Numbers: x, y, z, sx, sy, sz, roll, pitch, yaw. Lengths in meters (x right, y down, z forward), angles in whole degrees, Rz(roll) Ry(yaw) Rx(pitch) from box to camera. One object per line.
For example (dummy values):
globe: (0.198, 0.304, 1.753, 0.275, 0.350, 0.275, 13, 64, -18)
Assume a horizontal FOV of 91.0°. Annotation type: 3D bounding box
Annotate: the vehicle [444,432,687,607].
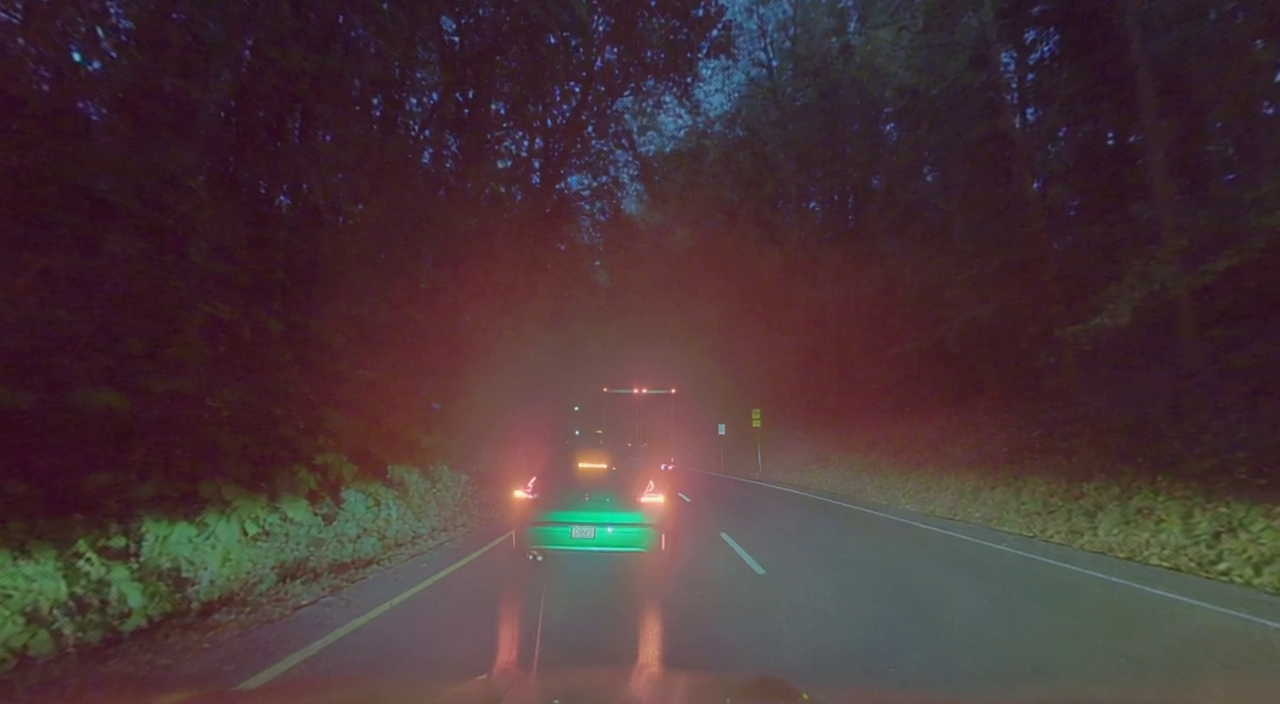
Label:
vehicle: (-0.633, 1.751, 7.510, 2.076, 1.490, 4.078, 0, -9, 0)
